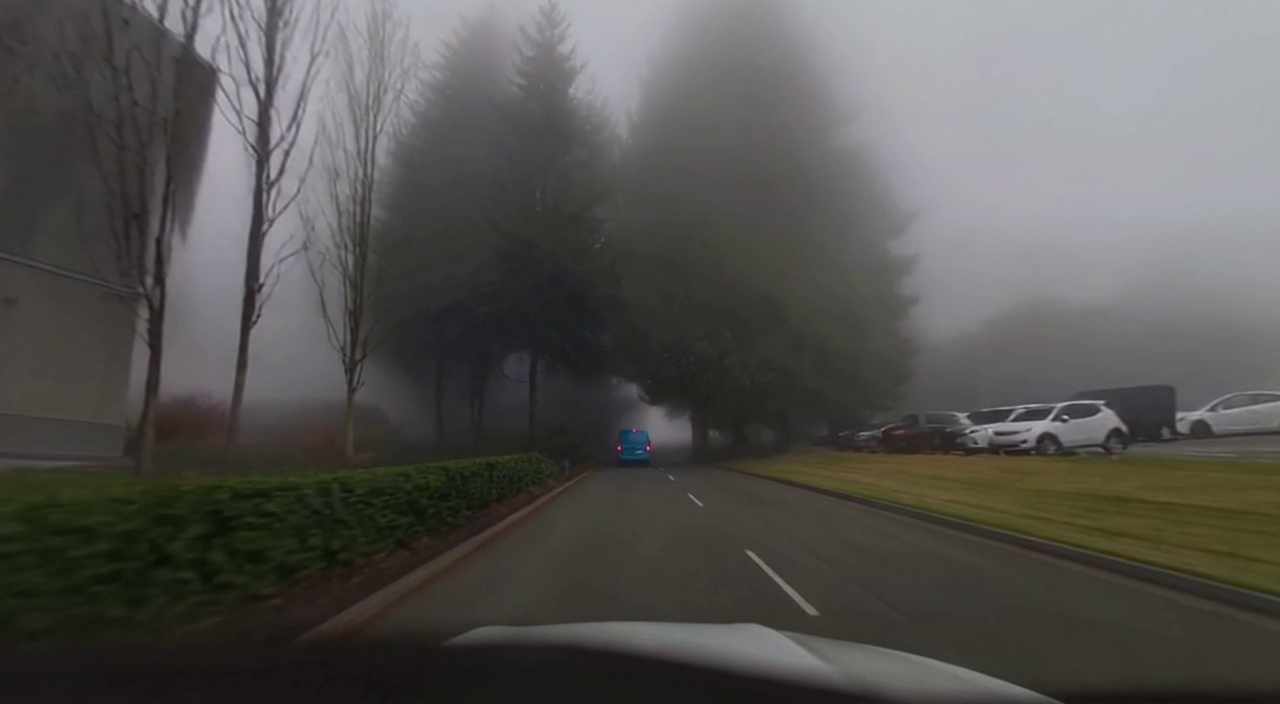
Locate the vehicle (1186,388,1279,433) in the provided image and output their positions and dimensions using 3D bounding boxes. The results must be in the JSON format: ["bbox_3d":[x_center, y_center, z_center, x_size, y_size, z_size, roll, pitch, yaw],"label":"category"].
[{"bbox_3d":[23.083,2.165,23.621,3.556,1.469,1.774,-3,-8,-4],"label":"vehicle"}]

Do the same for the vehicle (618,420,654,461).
[{"bbox_3d":[-0.314,6.482,46.241,2.435,2.816,5.232,0,-8,-1],"label":"vehicle"}]

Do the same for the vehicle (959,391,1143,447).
[{"bbox_3d":[12.233,2.052,18.942,4.184,1.578,1.976,1,-8,-4],"label":"vehicle"}]
